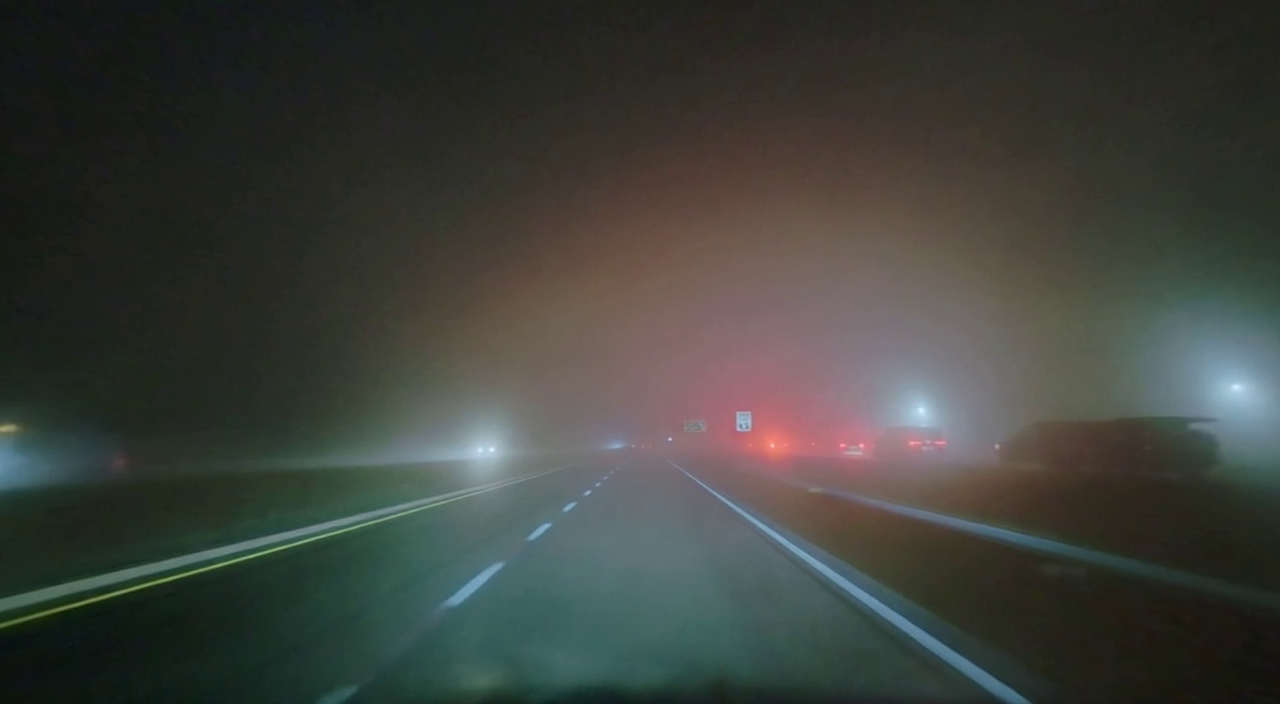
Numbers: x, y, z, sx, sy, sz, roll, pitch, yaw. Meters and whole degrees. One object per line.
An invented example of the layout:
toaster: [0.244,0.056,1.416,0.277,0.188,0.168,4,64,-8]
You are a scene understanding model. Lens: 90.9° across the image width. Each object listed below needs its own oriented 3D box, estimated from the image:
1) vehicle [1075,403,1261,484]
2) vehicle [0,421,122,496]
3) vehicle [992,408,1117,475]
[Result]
vehicle: [28.163,4.976,34.362,2.860,3.829,8.079,0,-8,-1]
vehicle: [-31.277,5.319,31.723,2.942,3.464,8.554,-1,-8,1]
vehicle: [28.072,6.181,43.332,2.913,4.062,8.275,1,-9,1]
